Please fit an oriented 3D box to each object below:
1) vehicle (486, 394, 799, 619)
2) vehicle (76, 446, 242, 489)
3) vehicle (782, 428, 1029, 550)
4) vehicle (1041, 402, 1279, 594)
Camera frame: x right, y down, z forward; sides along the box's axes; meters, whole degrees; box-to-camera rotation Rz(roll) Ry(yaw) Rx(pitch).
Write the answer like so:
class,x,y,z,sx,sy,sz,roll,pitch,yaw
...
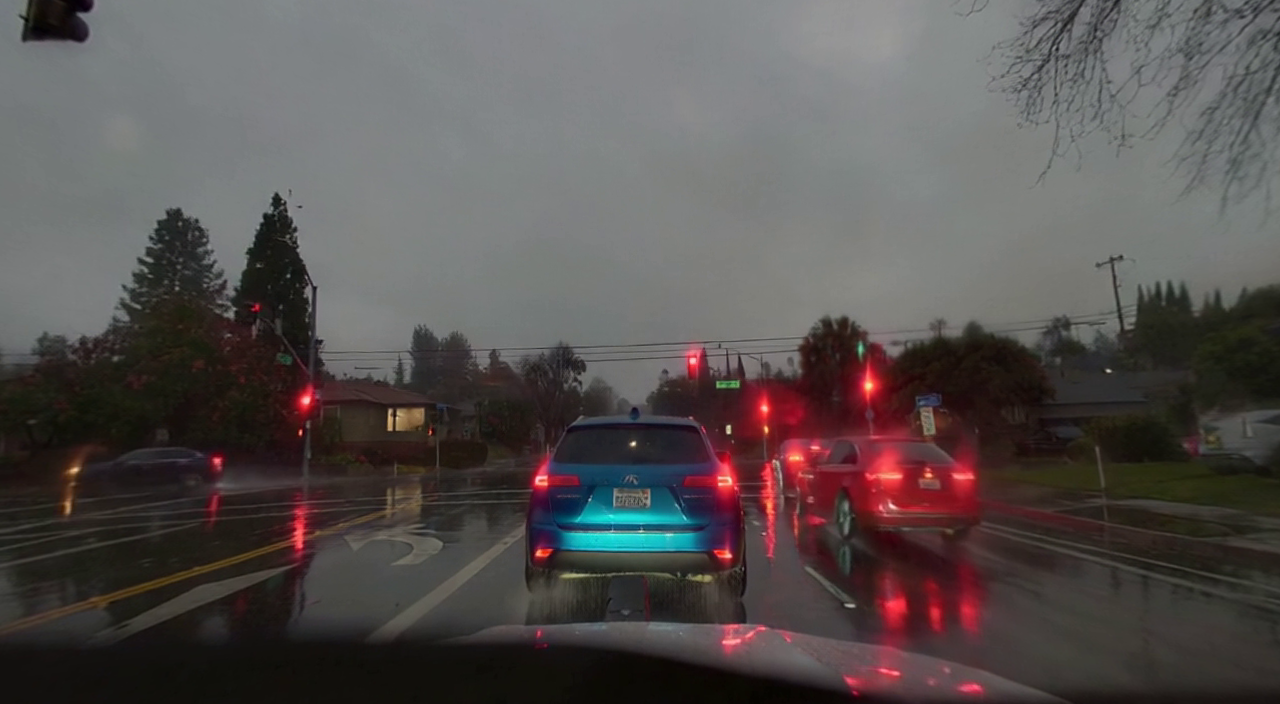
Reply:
class,x,y,z,sx,sy,sz,roll,pitch,yaw
vehicle,0.052,1.472,6.952,2.322,1.667,4.367,0,-8,1
vehicle,-18.271,4.375,24.260,4.723,1.486,1.800,4,-9,-25
vehicle,3.898,2.082,10.403,2.077,1.527,4.755,0,-8,1
vehicle,7.025,1.534,7.033,1.989,1.791,4.735,0,-8,1
